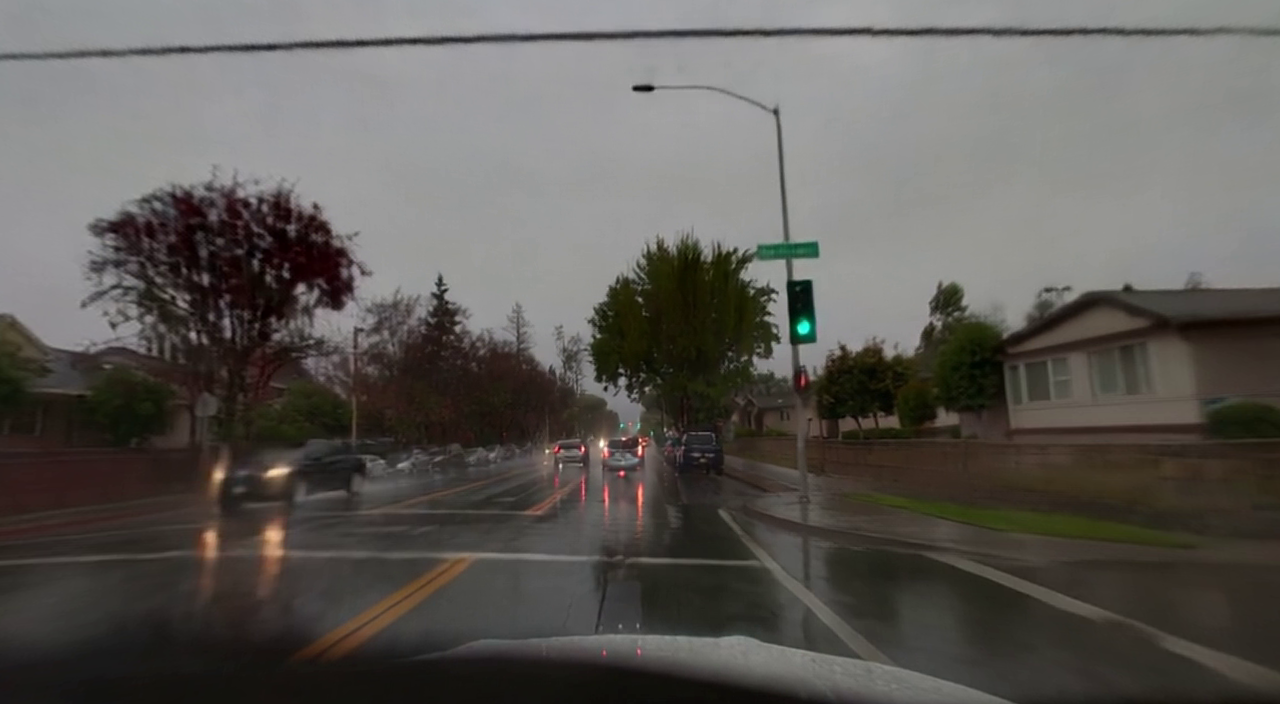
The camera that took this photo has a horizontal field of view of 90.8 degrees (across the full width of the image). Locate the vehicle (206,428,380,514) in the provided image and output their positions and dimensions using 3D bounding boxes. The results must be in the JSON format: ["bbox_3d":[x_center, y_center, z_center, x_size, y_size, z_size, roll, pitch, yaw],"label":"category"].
[{"bbox_3d":[-9.367,3.186,17.638,2.105,1.858,4.903,-5,-8,0],"label":"vehicle"}]

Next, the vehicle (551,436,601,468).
[{"bbox_3d":[-3.242,5.123,32.757,2.117,1.528,4.277,0,-8,0],"label":"vehicle"}]

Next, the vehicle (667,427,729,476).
[{"bbox_3d":[2.360,4.177,26.878,2.119,1.884,4.567,0,-8,-1],"label":"vehicle"}]

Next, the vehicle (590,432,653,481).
[{"bbox_3d":[-0.631,3.680,22.662,2.041,1.575,4.304,0,-8,-1],"label":"vehicle"}]

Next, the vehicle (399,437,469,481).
[{"bbox_3d":[-12.511,6.465,38.839,2.249,2.093,6.297,-8,-7,-3],"label":"vehicle"}]
